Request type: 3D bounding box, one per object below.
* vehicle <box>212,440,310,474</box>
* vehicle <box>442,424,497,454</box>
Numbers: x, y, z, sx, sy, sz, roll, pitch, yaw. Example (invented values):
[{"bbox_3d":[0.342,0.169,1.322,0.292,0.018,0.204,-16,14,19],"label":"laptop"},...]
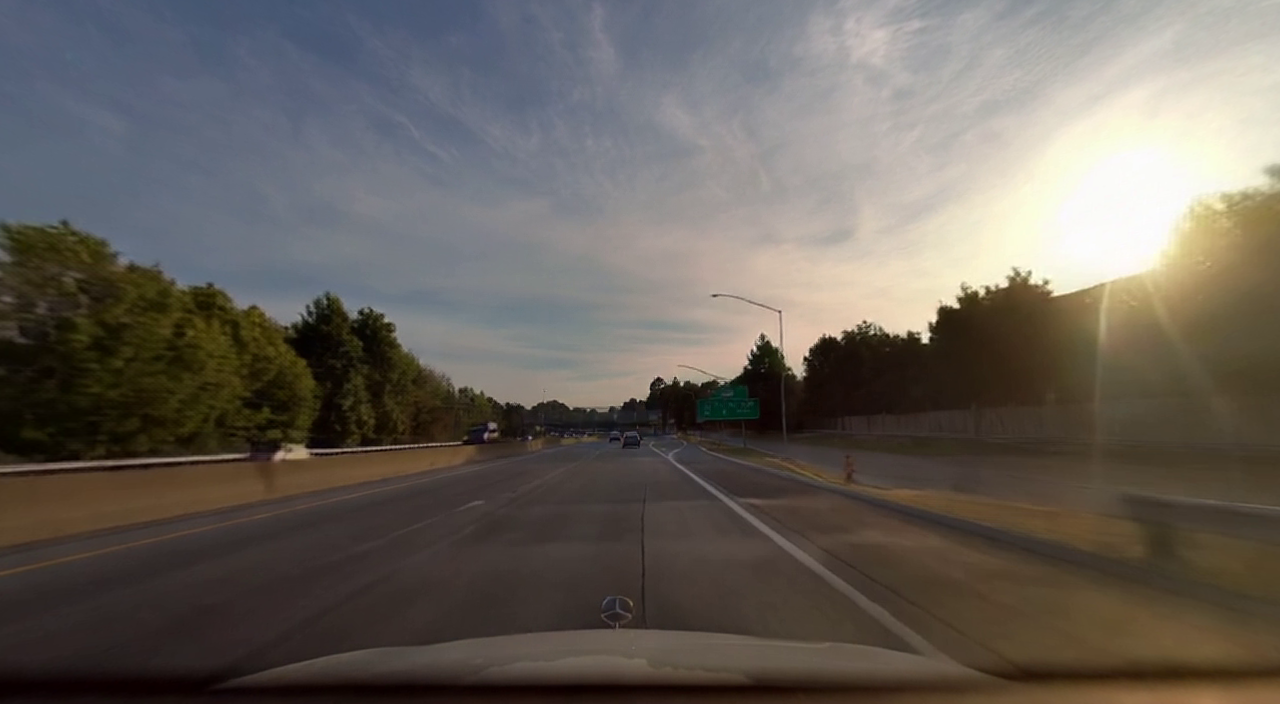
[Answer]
[{"bbox_3d":[-17.630,4.876,29.551,2.095,1.423,4.064,0,-8,-1],"label":"vehicle"},{"bbox_3d":[-13.337,6.873,49.725,2.624,2.225,6.259,0,-8,-1],"label":"vehicle"}]
